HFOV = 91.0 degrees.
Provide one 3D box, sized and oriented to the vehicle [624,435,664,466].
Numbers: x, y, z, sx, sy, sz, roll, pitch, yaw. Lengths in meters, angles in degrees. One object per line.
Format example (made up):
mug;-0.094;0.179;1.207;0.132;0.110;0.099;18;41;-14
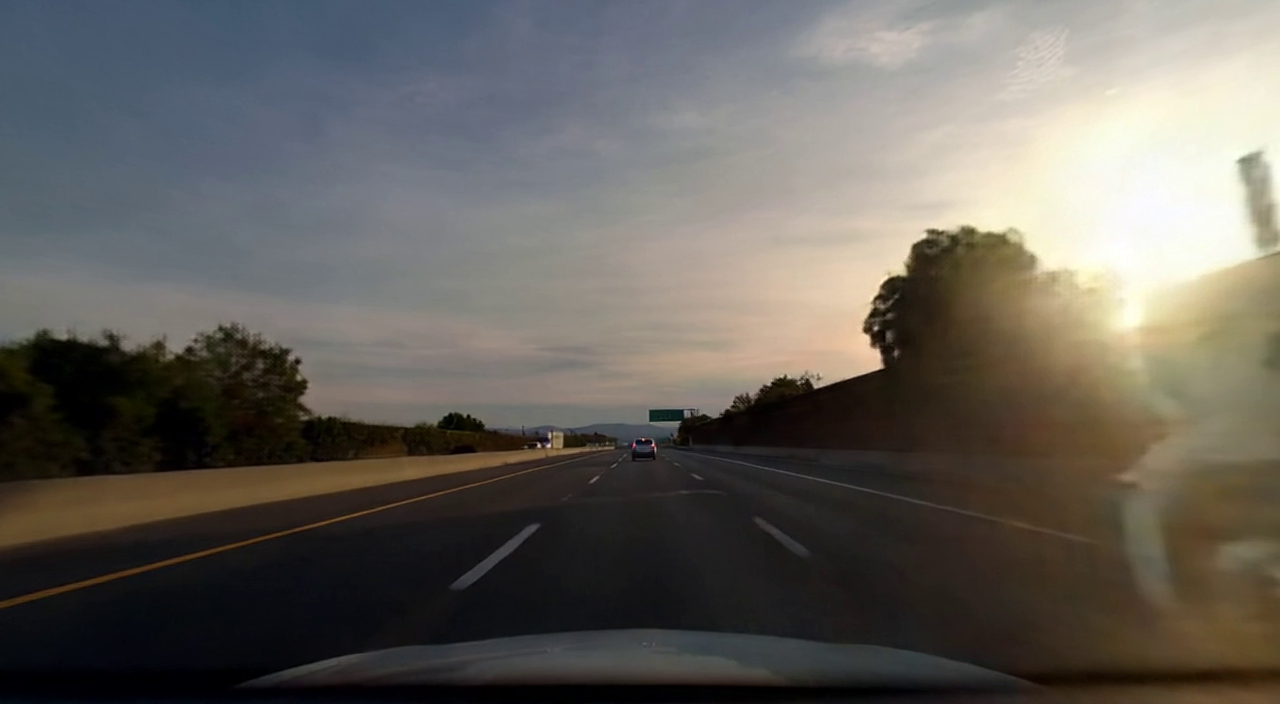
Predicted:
vehicle;0.230;5.464;35.090;2.111;1.635;4.177;0;-8;1
